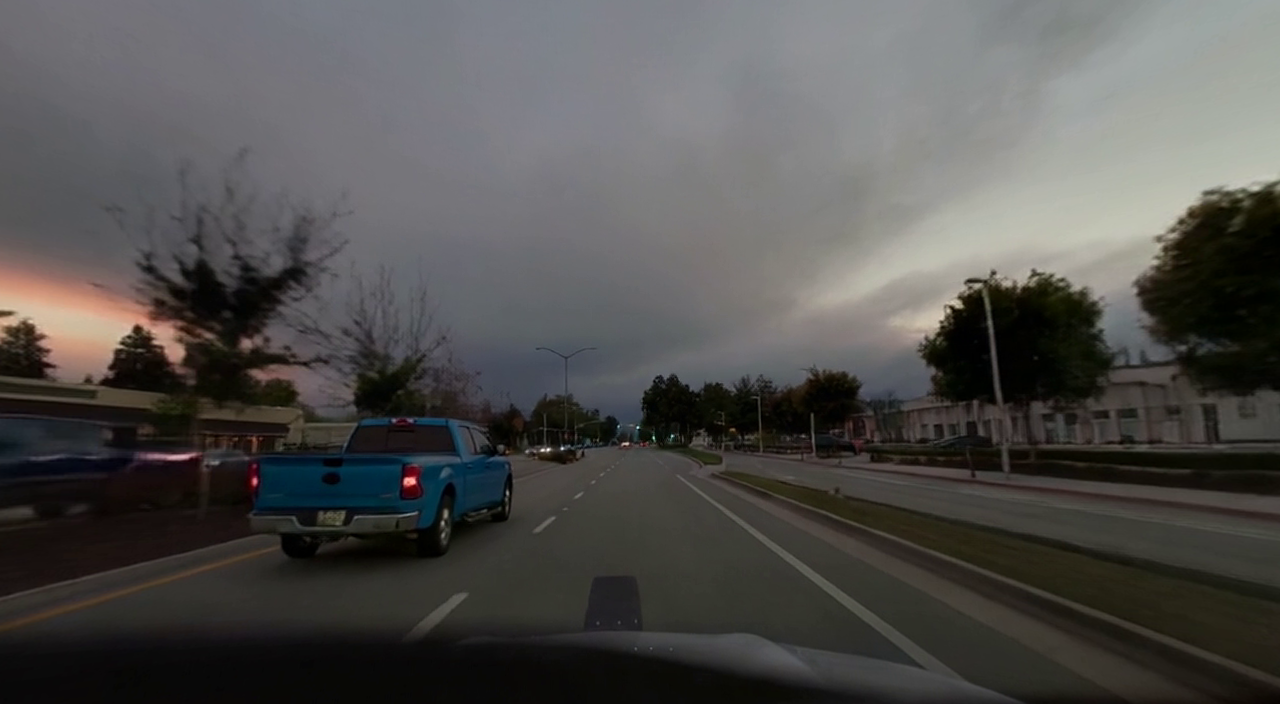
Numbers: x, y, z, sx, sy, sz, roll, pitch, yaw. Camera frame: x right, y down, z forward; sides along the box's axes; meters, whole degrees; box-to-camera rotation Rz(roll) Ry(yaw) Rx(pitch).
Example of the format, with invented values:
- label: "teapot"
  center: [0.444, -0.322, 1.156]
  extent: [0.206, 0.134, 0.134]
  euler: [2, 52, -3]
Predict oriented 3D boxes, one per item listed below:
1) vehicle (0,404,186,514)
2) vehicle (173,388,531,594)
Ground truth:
- label: "vehicle"
  center: [-14.371, 2.422, 14.444]
  extent: [2.745, 2.191, 6.928]
  euler: [0, -9, -1]
- label: "vehicle"
  center: [-2.988, 1.615, 8.268]
  extent: [2.065, 1.790, 5.417]
  euler: [0, -9, 1]
